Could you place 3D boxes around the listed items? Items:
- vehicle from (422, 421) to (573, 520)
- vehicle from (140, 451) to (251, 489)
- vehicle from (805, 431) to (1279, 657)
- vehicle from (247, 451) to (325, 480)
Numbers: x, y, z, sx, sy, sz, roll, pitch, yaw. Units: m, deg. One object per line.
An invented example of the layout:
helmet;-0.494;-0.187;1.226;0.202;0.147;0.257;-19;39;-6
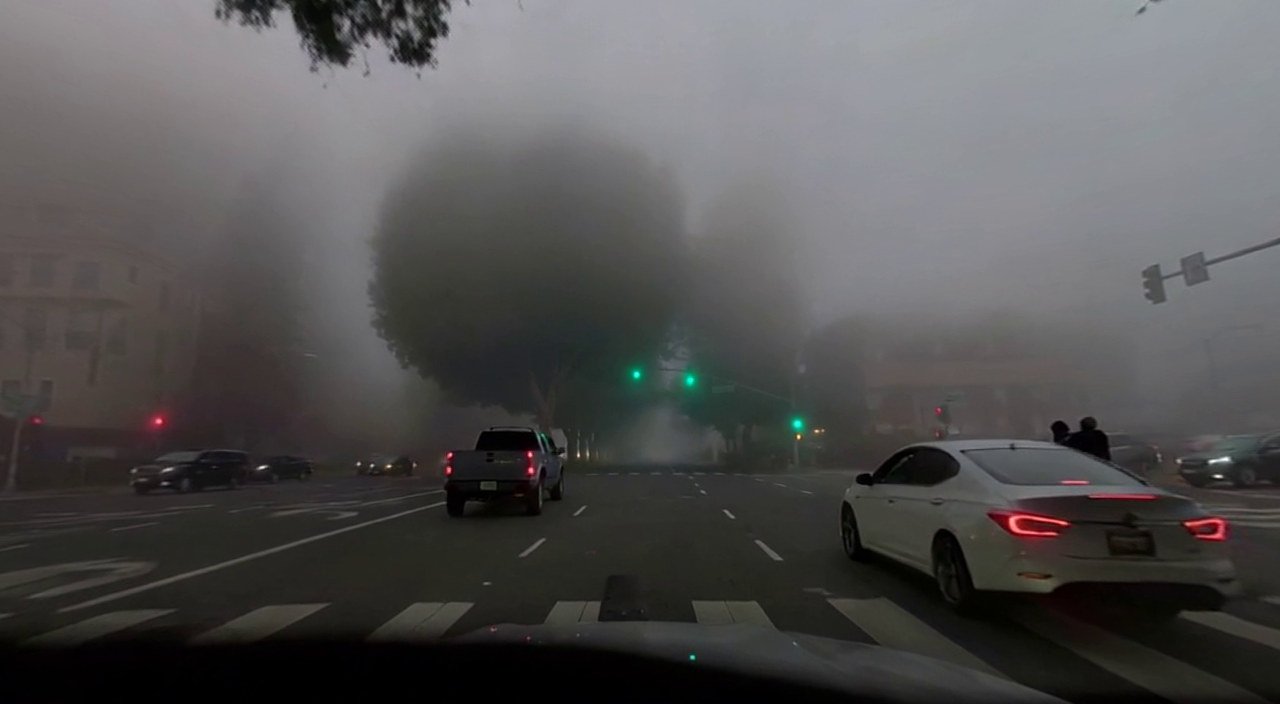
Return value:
vehicle;-3.061;2.672;14.792;2.231;1.898;4.985;0;-8;2
vehicle;-22.035;5.818;31.399;1.908;1.642;4.910;0;-8;0
vehicle;3.282;1.589;6.418;1.990;1.454;4.490;0;-8;0
vehicle;-26.900;8.595;47.998;2.278;2.000;5.570;-1;-8;5
